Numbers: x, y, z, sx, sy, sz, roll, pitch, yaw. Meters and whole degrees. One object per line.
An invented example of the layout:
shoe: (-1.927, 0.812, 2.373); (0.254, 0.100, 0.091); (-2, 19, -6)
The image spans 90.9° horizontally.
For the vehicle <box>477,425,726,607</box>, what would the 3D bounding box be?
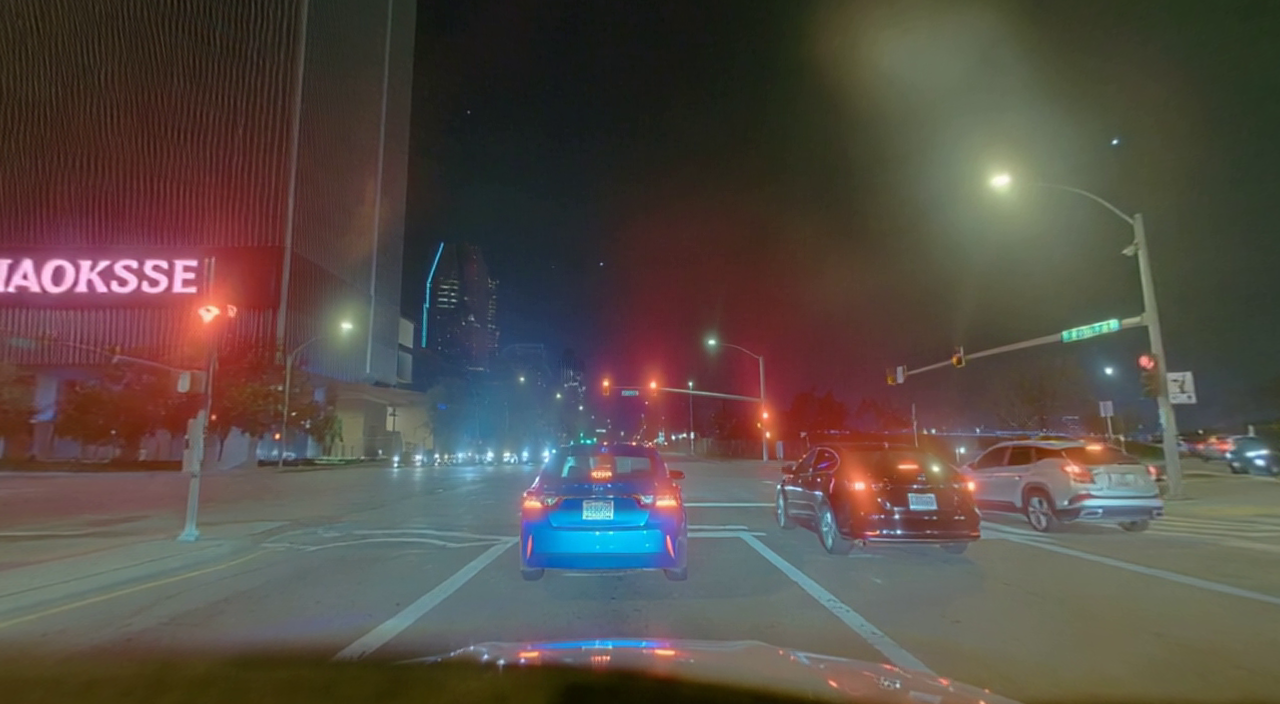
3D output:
vehicle: (-0.369, 1.653, 7.291); (2.059, 1.477, 3.988); (0, -8, -1)

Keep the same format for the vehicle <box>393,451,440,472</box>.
vehicle: (-17.142, 8.365, 48.550); (2.048, 1.463, 4.530); (0, -8, -1)

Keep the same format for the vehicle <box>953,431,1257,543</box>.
vehicle: (7.443, 2.164, 10.790); (1.908, 1.517, 4.182); (0, -8, -1)

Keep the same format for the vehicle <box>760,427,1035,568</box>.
vehicle: (3.214, 1.888, 8.973); (2.042, 1.508, 4.109); (0, -8, -2)
